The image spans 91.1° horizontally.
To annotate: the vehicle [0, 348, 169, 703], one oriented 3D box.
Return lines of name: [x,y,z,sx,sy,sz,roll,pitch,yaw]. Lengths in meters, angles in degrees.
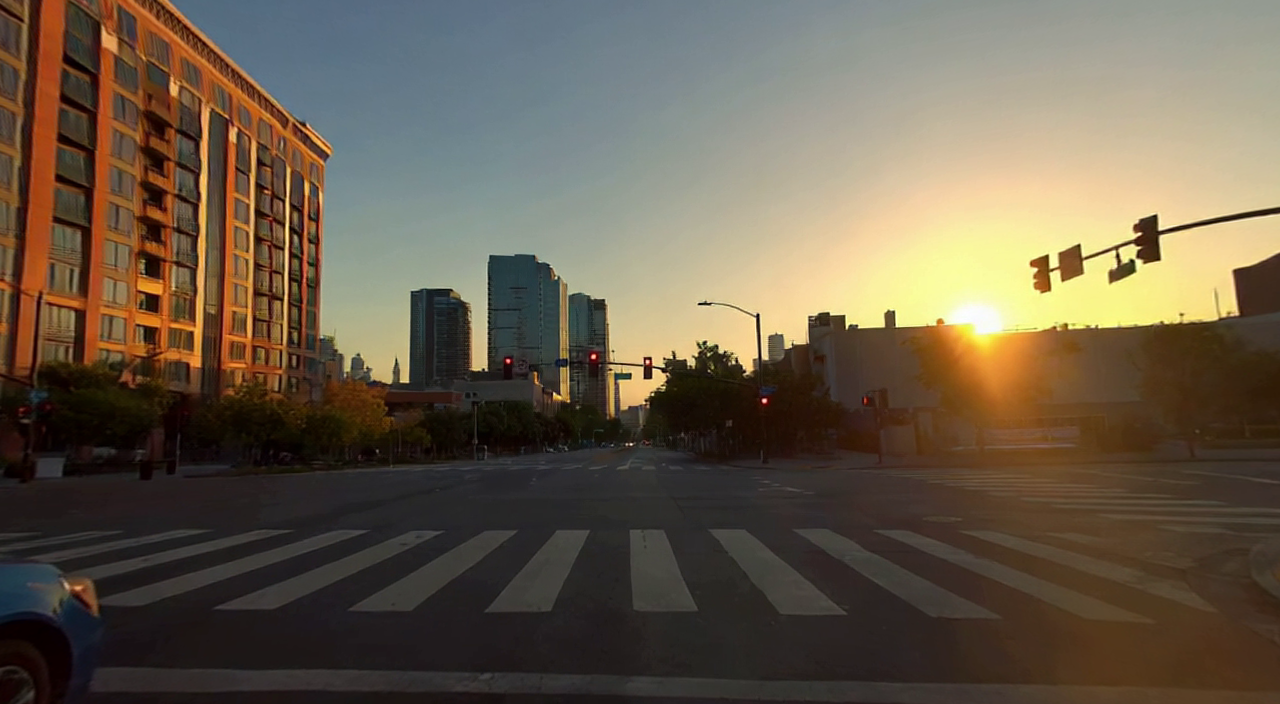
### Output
vehicle: [-3.632,0.618,1.052,2.109,1.692,4.587,0,-8,0]
